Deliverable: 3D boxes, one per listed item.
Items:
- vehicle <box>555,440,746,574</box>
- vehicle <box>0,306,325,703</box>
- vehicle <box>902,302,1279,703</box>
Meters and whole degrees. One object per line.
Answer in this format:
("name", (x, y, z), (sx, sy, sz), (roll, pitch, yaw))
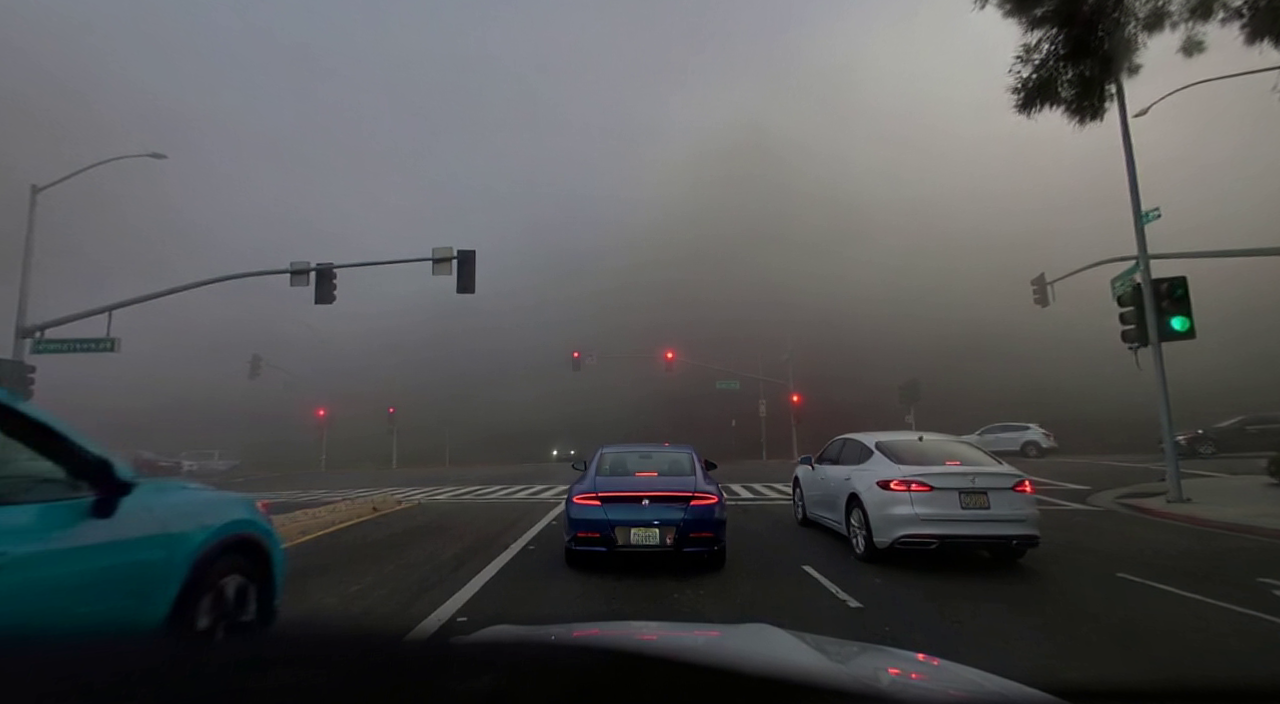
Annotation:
("vehicle", (0.120, 1.871, 8.396), (1.945, 1.343, 3.827), (0, -8, 0))
("vehicle", (-3.298, 0.697, 1.949), (2.061, 1.781, 4.842), (0, -8, 1))
("vehicle", (3.099, 0.808, 2.532), (2.143, 1.759, 4.531), (0, -8, 0))
